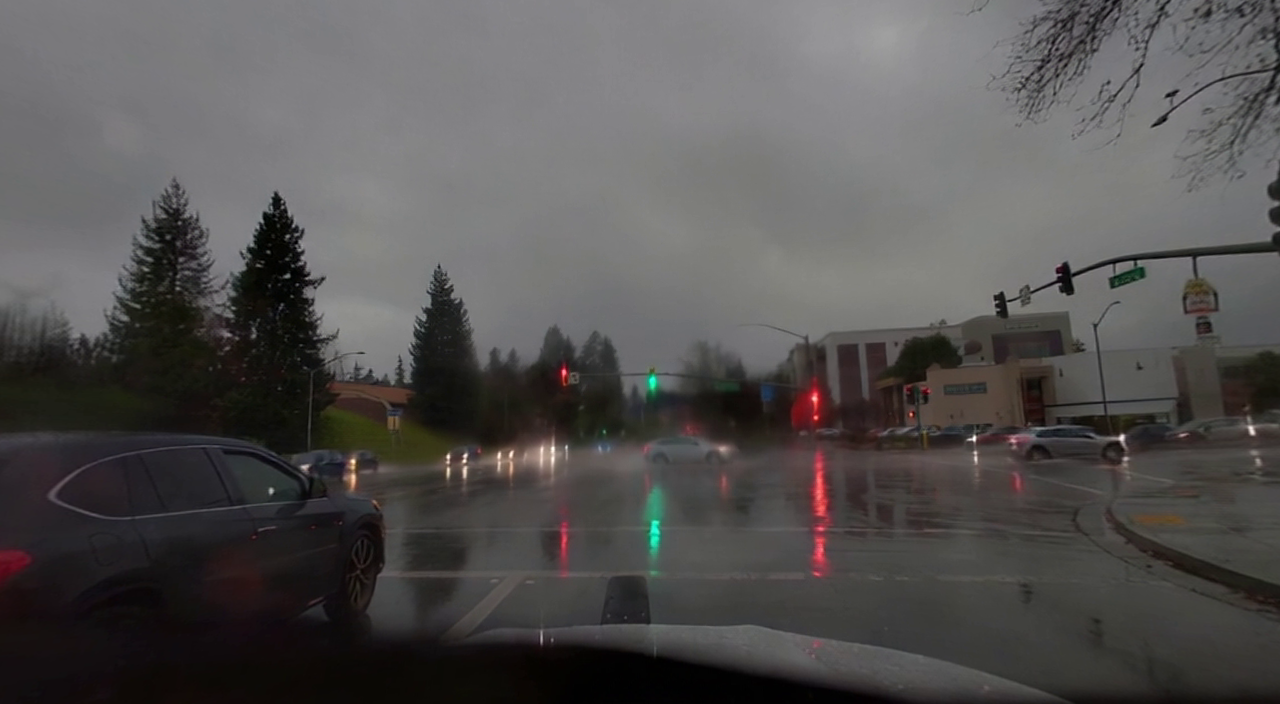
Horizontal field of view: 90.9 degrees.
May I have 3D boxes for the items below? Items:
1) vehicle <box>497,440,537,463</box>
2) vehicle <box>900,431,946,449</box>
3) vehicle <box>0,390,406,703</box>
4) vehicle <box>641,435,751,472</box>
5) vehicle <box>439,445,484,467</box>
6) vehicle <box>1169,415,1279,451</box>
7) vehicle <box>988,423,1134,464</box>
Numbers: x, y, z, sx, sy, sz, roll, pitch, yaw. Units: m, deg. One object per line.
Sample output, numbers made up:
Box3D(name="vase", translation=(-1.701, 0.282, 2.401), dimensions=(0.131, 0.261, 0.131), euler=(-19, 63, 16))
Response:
Box3D(name="vehicle", translation=(-9.630, 7.836, 49.767), dimensions=(1.905, 1.724, 4.449), euler=(-1, -8, 5))
Box3D(name="vehicle", translation=(22.443, 6.988, 49.887), dimensions=(1.930, 1.410, 4.313), euler=(-8, -12, 43))
Box3D(name="vehicle", translation=(-2.946, 0.992, 2.785), dimensions=(1.924, 1.482, 4.734), euler=(0, -8, 1))
Box3D(name="vehicle", translation=(2.356, 4.358, 27.169), dimensions=(4.364, 1.450, 1.841), euler=(-6, -10, 34))
Box3D(name="vehicle", translation=(-13.457, 7.865, 47.699), dimensions=(1.935, 1.554, 3.995), euler=(-1, -8, 5))
Box3D(name="vehicle", translation=(26.832, 3.656, 28.422), dimensions=(4.240, 1.540, 1.944), euler=(1, -9, -4))
Box3D(name="vehicle", translation=(16.309, 3.578, 24.611), dimensions=(4.180, 1.478, 1.986), euler=(-1, -9, 6))
